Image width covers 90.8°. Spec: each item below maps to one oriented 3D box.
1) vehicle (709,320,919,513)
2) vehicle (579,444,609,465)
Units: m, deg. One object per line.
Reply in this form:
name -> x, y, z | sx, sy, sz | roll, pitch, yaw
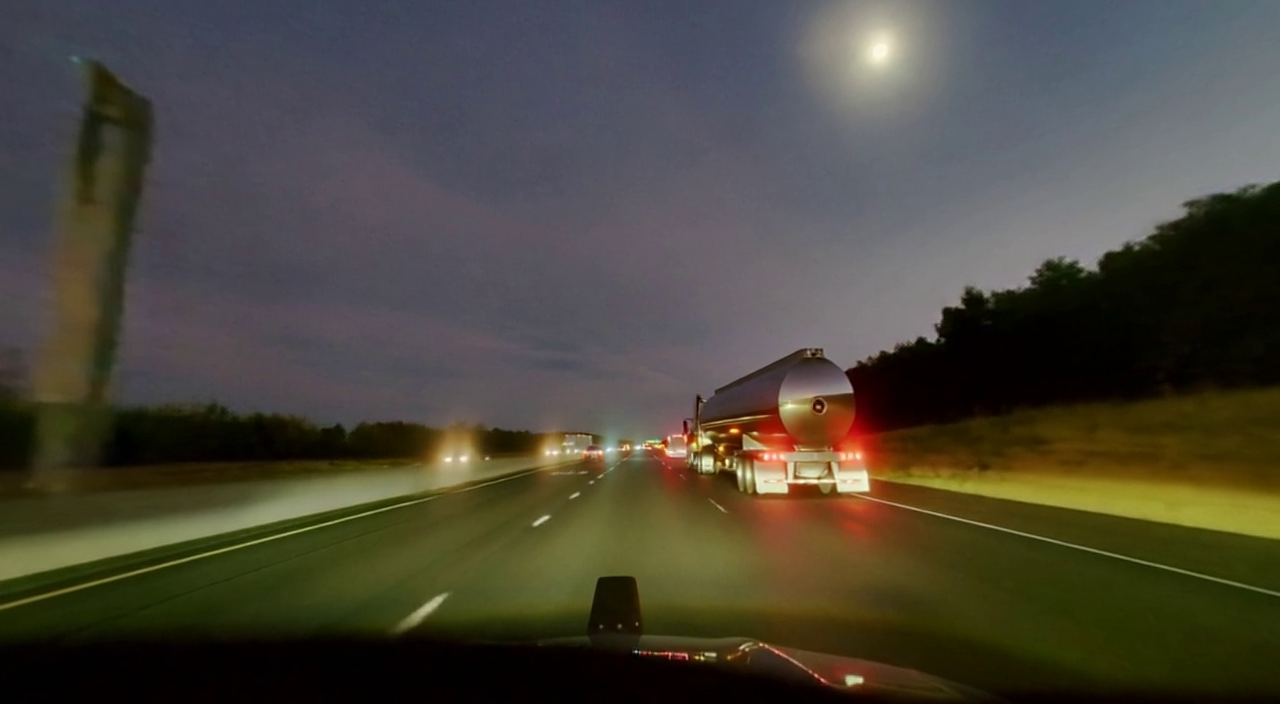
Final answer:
vehicle -> 3.863, 1.946, 17.056 | 2.759, 3.734, 9.708 | 0, -9, -1
vehicle -> -3.440, 7.755, 47.926 | 1.986, 1.458, 4.506 | 0, -9, 0
